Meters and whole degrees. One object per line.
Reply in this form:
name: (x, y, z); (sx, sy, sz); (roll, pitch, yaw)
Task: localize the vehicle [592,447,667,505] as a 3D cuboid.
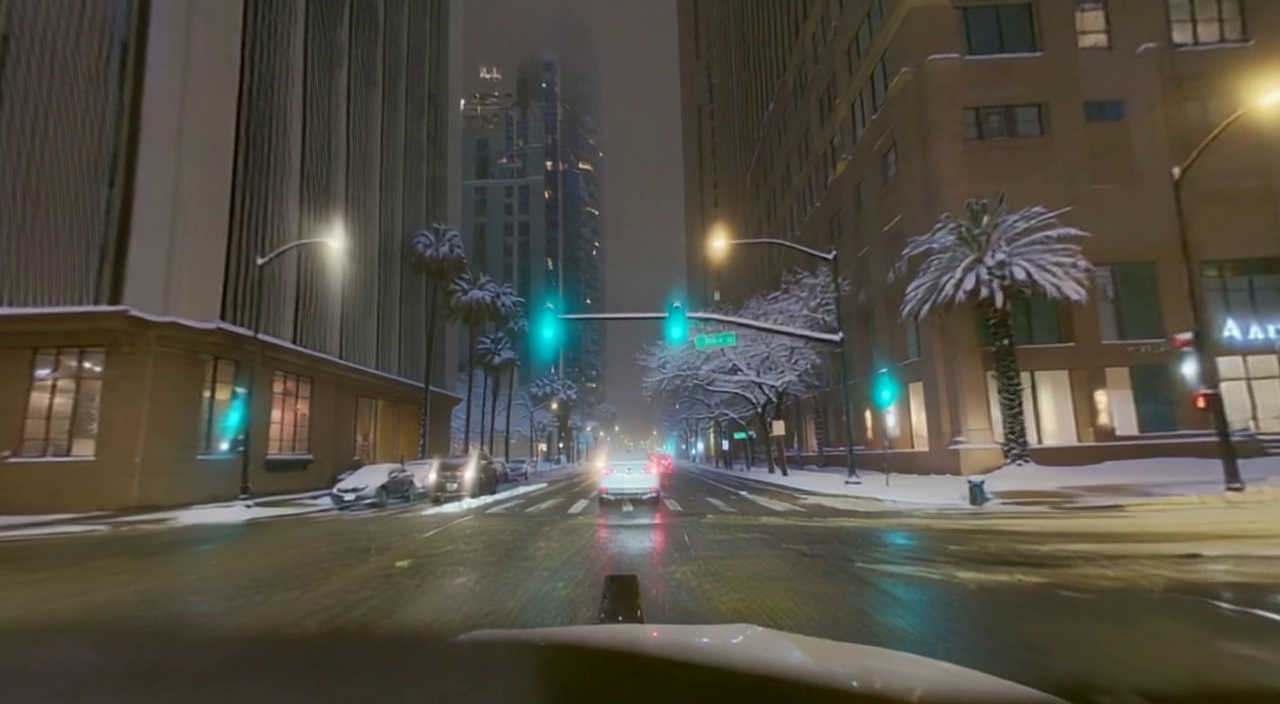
vehicle: (-0.327, 3.875, 20.078); (2.145, 1.632, 3.972); (0, -9, -1)

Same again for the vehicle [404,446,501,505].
vehicle: (-6.690, 4.421, 23.087); (2.070, 1.893, 4.738); (0, -9, 0)

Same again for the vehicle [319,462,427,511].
vehicle: (-9.654, 4.870, 23.208); (1.977, 1.475, 4.491); (0, -9, 0)

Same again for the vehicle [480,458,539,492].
vehicle: (-6.461, 6.128, 31.682); (1.951, 1.476, 4.452); (0, -9, 0)
